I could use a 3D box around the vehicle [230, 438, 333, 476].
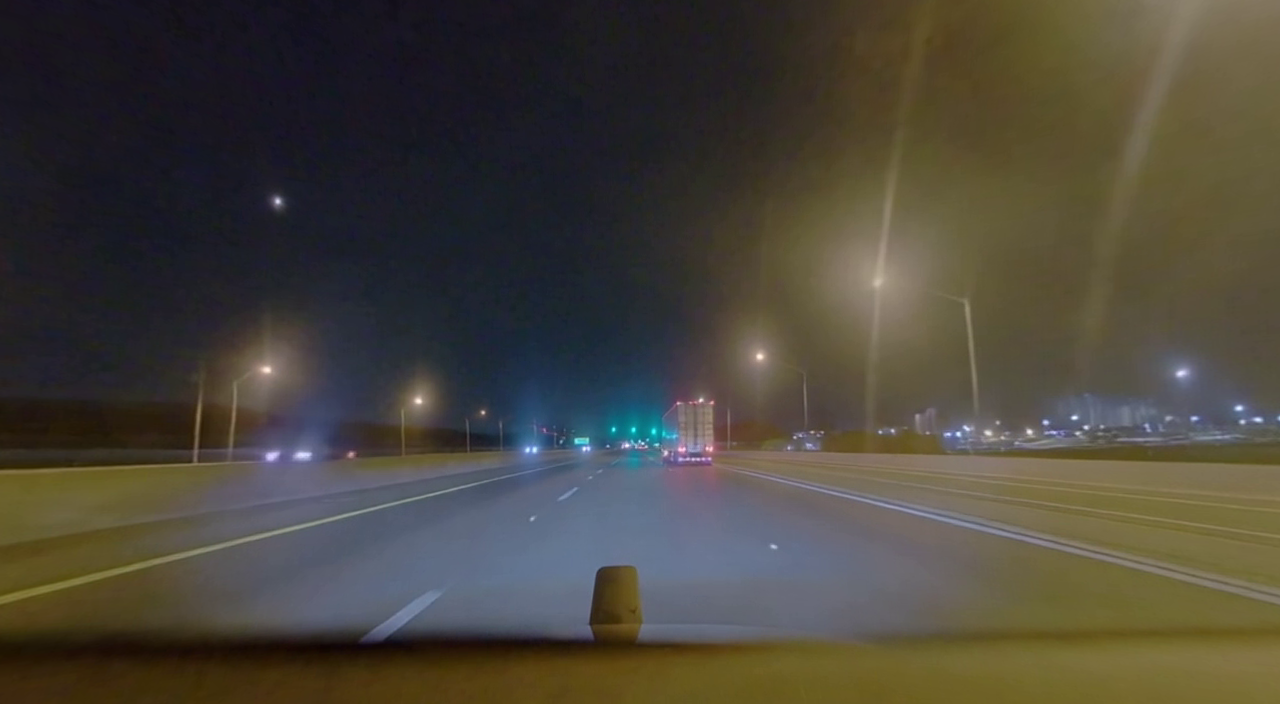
[{"bbox_3d":[-15.756,4.631,28.090,1.962,1.572,4.565,0,-9,-1],"label":"vehicle"}]
